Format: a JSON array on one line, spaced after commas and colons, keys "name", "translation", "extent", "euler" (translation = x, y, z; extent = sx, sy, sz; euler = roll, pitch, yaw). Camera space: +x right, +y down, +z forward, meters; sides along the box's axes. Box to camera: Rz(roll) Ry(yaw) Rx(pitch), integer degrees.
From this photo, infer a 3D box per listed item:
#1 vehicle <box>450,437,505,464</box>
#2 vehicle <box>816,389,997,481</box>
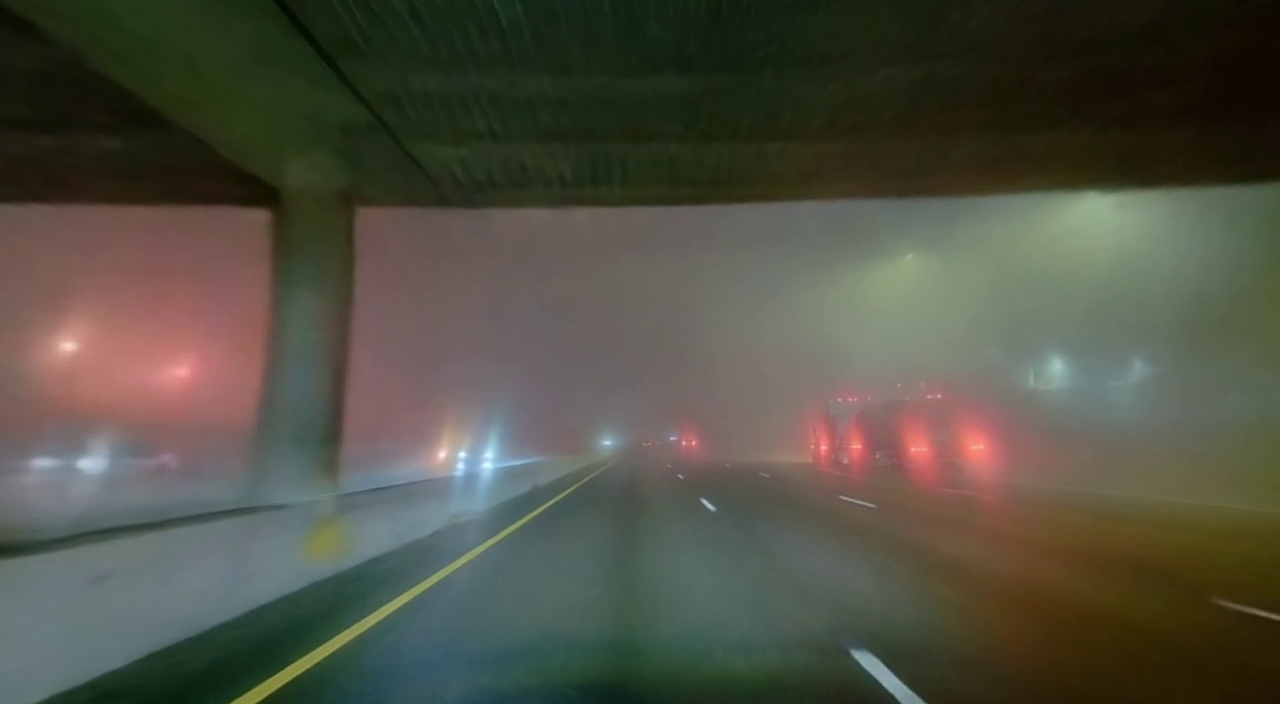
[{"name": "vehicle", "translation": [-10.004, 6.101, 39.118], "extent": [2.009, 1.551, 4.720], "euler": [0, -8, 2]}, {"name": "vehicle", "translation": [10.851, 3.699, 27.560], "extent": [2.960, 3.207, 10.950], "euler": [0, -8, -1]}]
